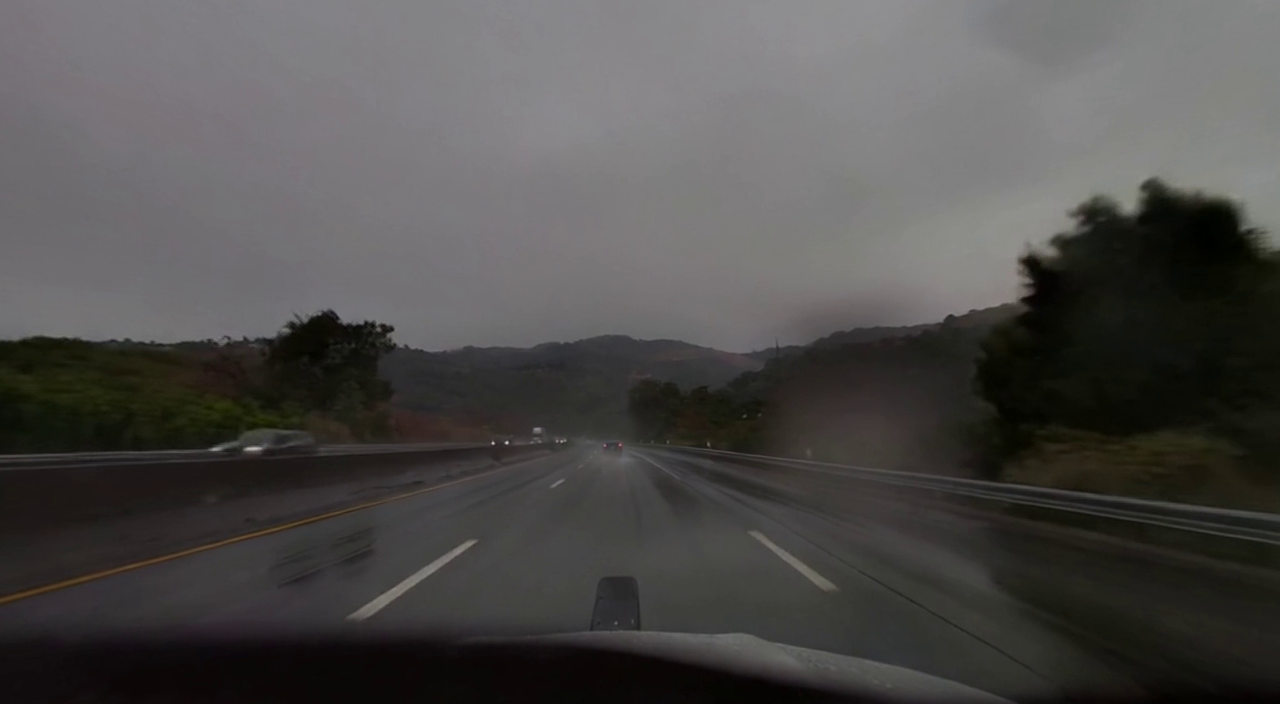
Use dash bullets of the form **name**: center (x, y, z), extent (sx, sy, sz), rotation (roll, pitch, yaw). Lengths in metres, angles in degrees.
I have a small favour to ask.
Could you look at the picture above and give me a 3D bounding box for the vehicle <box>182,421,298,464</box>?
- **vehicle**: center (-16.630, 3.815, 26.501), extent (1.912, 1.599, 4.611), rotation (0, -8, -1)
